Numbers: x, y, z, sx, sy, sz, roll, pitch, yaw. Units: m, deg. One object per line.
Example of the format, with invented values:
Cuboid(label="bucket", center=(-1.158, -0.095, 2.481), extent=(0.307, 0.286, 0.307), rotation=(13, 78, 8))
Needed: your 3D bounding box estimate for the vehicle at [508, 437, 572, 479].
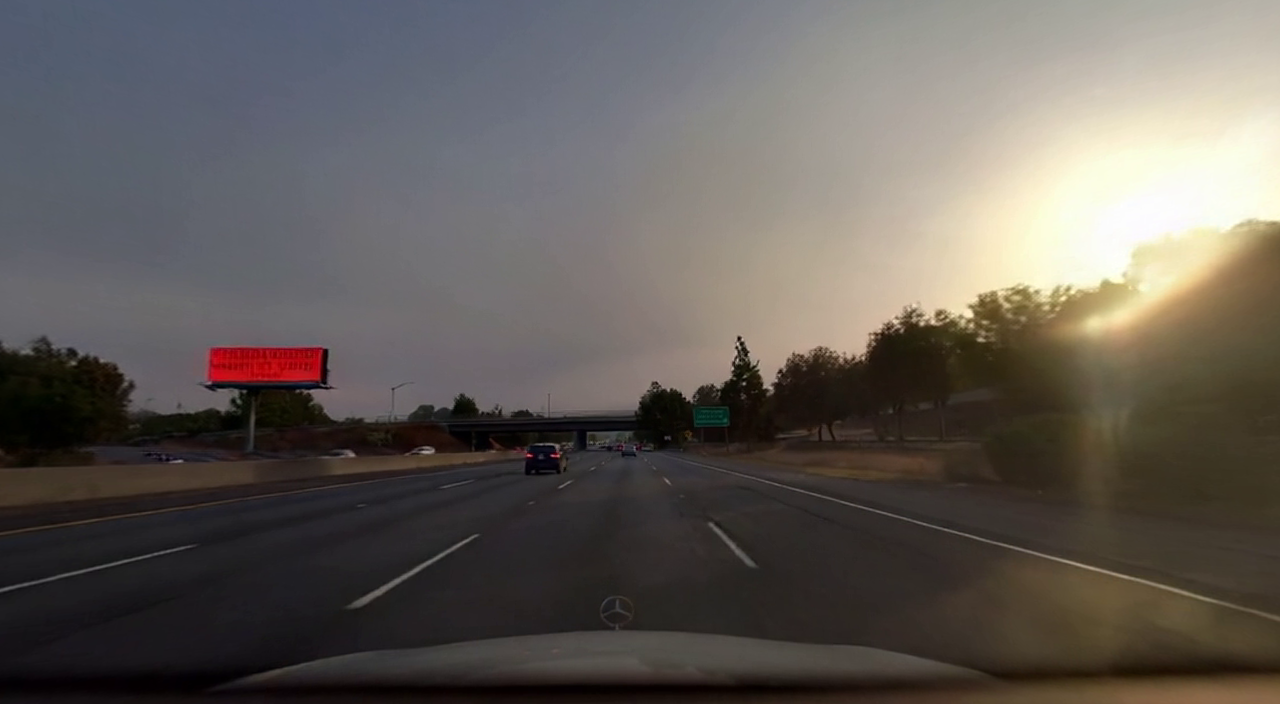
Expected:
Cuboid(label="vehicle", center=(-4.370, 4.716, 28.355), extent=(2.102, 1.727, 4.704), rotation=(0, -9, 0))
